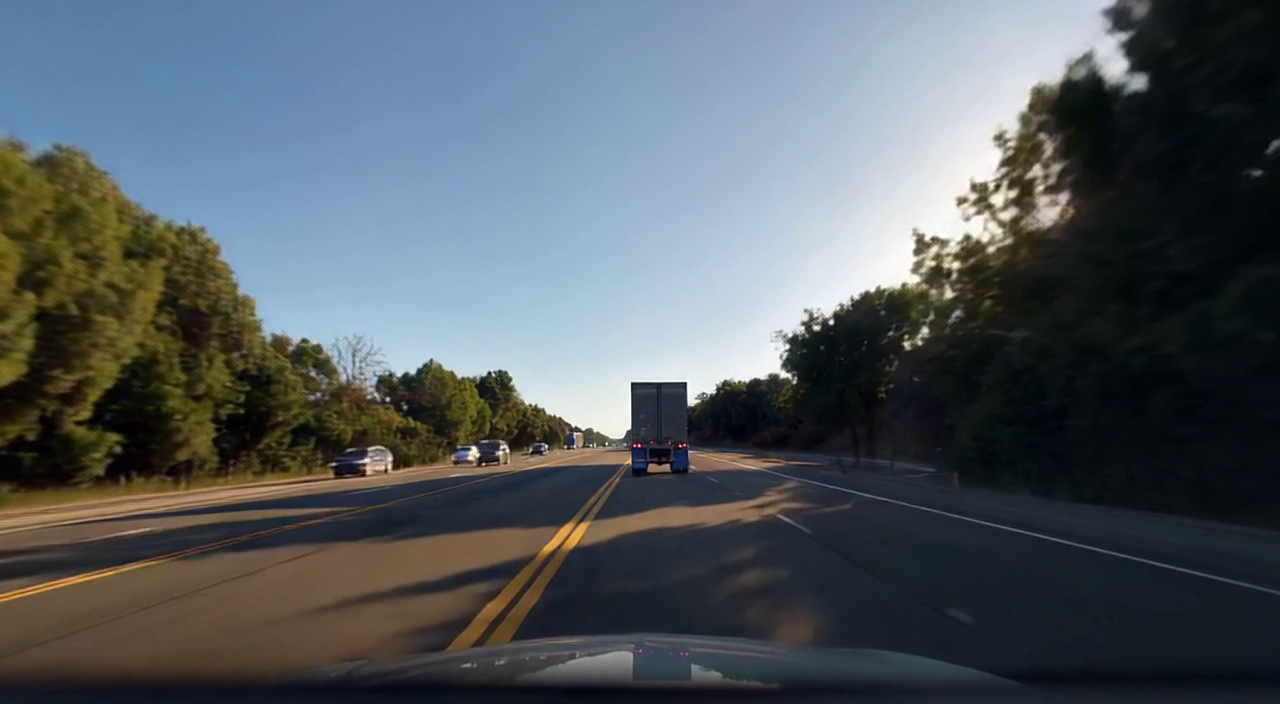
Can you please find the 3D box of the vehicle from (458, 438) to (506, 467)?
[{"bbox_3d":[-11.479,7.328,46.067,2.133,1.942,4.865,0,-8,2],"label":"vehicle"}]

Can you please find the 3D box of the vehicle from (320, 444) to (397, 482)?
[{"bbox_3d":[-15.131,5.945,34.103,2.000,1.847,4.664,-1,-8,0],"label":"vehicle"}]

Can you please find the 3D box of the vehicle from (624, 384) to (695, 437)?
[{"bbox_3d":[0.640,2.435,25.260,2.509,1.890,4.732,0,-8,-2],"label":"vehicle"}]
